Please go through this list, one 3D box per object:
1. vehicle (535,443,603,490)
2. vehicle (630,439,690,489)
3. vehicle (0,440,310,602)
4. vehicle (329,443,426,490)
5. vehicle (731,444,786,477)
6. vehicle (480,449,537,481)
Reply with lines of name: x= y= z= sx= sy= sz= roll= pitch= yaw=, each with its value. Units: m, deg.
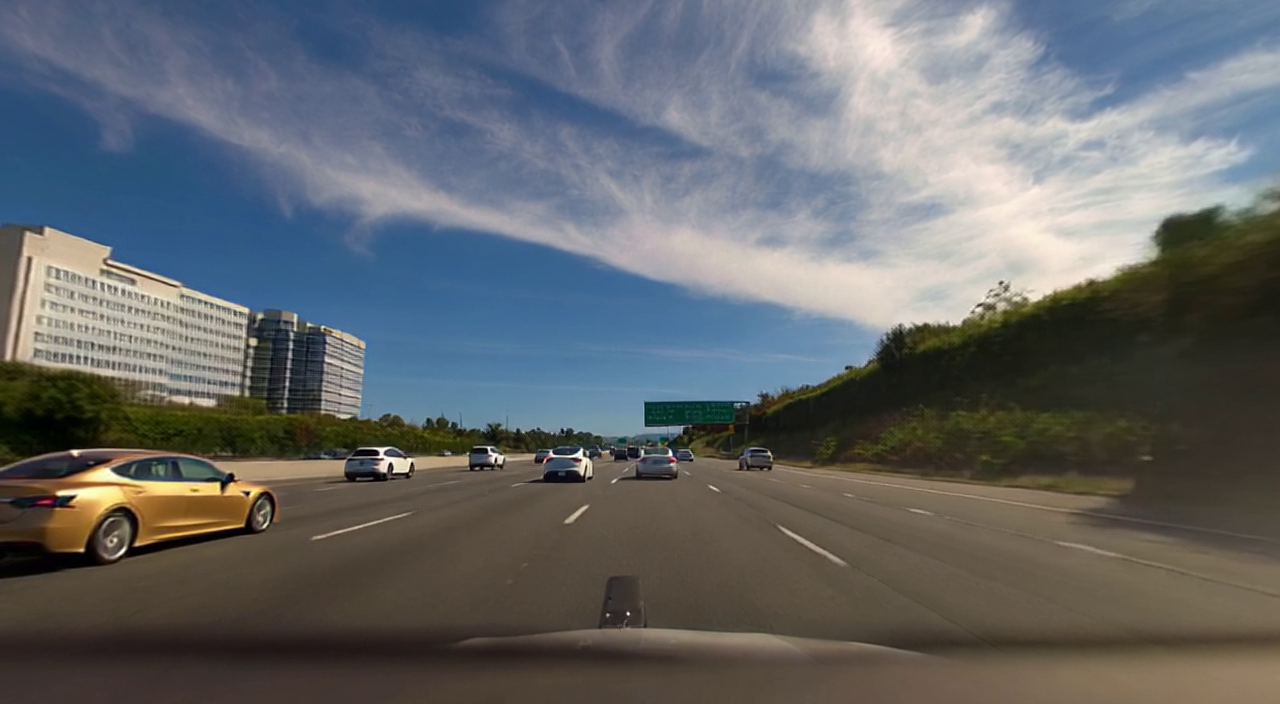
vehicle: x=-2.652 y=4.381 z=24.606 sx=2.102 sy=1.624 sz=4.257 roll=-1 pitch=-8 yaw=1
vehicle: x=0.731 y=4.239 z=24.284 sx=2.114 sy=1.715 sz=4.136 roll=-1 pitch=-8 yaw=1
vehicle: x=-6.650 y=1.904 z=8.210 sx=2.116 sy=1.473 sz=4.644 roll=-1 pitch=-8 yaw=1
vehicle: x=-10.370 y=4.511 z=25.355 sx=1.947 sy=1.683 sz=4.331 roll=-1 pitch=-8 yaw=1
vehicle: x=6.733 y=6.180 z=36.418 sx=2.071 sy=1.754 sz=4.484 roll=0 pitch=-8 yaw=-3
vehicle: x=-6.446 y=5.560 z=31.344 sx=1.886 sy=1.455 sz=4.148 roll=-1 pitch=-8 yaw=1
